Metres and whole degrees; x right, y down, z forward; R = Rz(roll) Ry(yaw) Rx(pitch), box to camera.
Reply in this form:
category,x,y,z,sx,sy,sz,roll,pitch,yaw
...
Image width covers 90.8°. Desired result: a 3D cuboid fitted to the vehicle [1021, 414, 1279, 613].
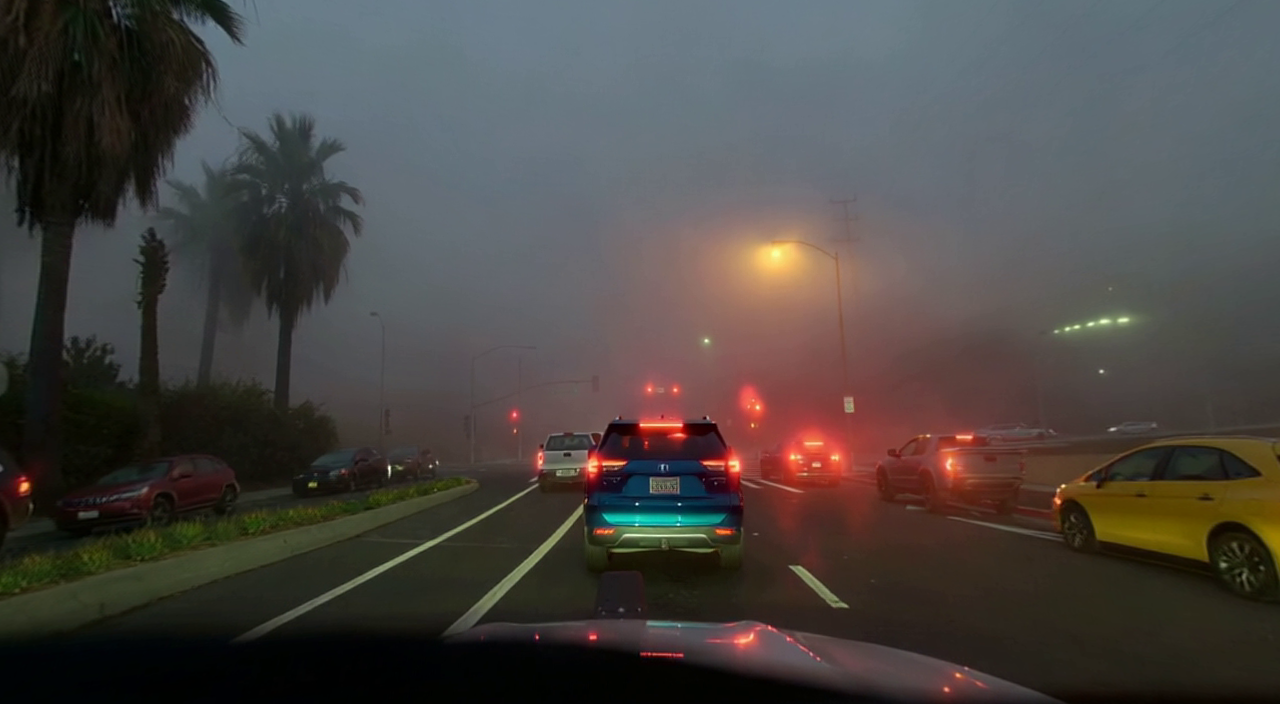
category,x,y,z,sx,sy,sz,roll,pitch,yaw
vehicle,6.435,1.600,6.926,1.935,1.672,4.139,0,-8,1

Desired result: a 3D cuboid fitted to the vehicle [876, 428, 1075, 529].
category,x,y,z,sx,sy,sz,roll,pitch,yaw
vehicle,6.663,2.528,13.238,1.930,1.736,4.329,-1,-8,3

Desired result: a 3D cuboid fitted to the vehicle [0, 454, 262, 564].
category,x,y,z,sx,sy,sz,roll,pitch,yaw
vehicle,-9.559,2.785,11.913,2.054,1.467,4.595,-4,-8,0

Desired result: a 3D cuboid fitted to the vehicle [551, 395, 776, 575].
category,x,y,z,sx,sy,sz,roll,pitch,yaw
vehicle,0.253,1.652,8.572,2.264,1.798,4.258,0,-8,1

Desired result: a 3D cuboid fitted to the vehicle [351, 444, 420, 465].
category,x,y,z,sx,sy,sz,roll,pitch,yaw
vehicle,-18.739,7.508,46.648,1.759,1.457,4.297,-7,-11,38
